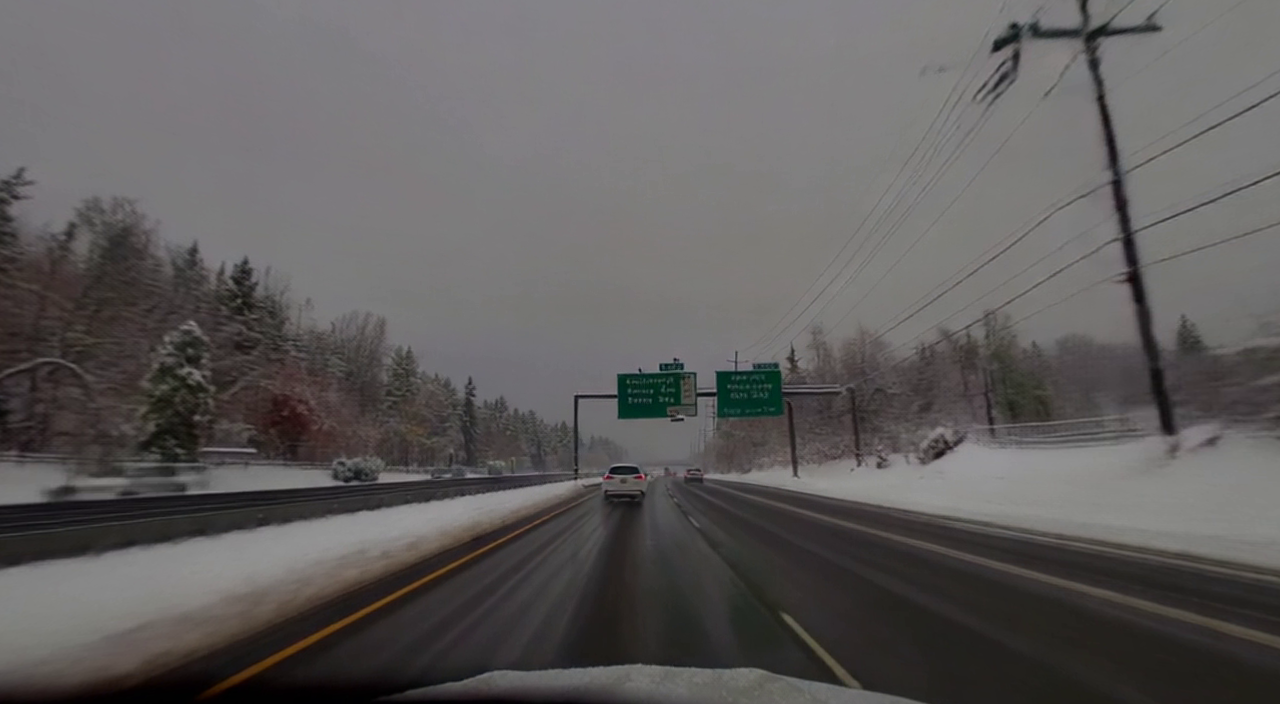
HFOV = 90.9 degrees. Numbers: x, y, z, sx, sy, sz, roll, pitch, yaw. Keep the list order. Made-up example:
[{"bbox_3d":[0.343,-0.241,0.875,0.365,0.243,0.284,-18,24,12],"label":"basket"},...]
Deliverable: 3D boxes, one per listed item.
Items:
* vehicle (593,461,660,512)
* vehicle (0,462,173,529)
[{"bbox_3d":[-0.409,4.418,21.010,1.987,1.480,3.786,1,-10,0],"label":"vehicle"},{"bbox_3d":[-15.264,3.766,17.039,1.812,1.510,4.420,1,-10,0],"label":"vehicle"}]
